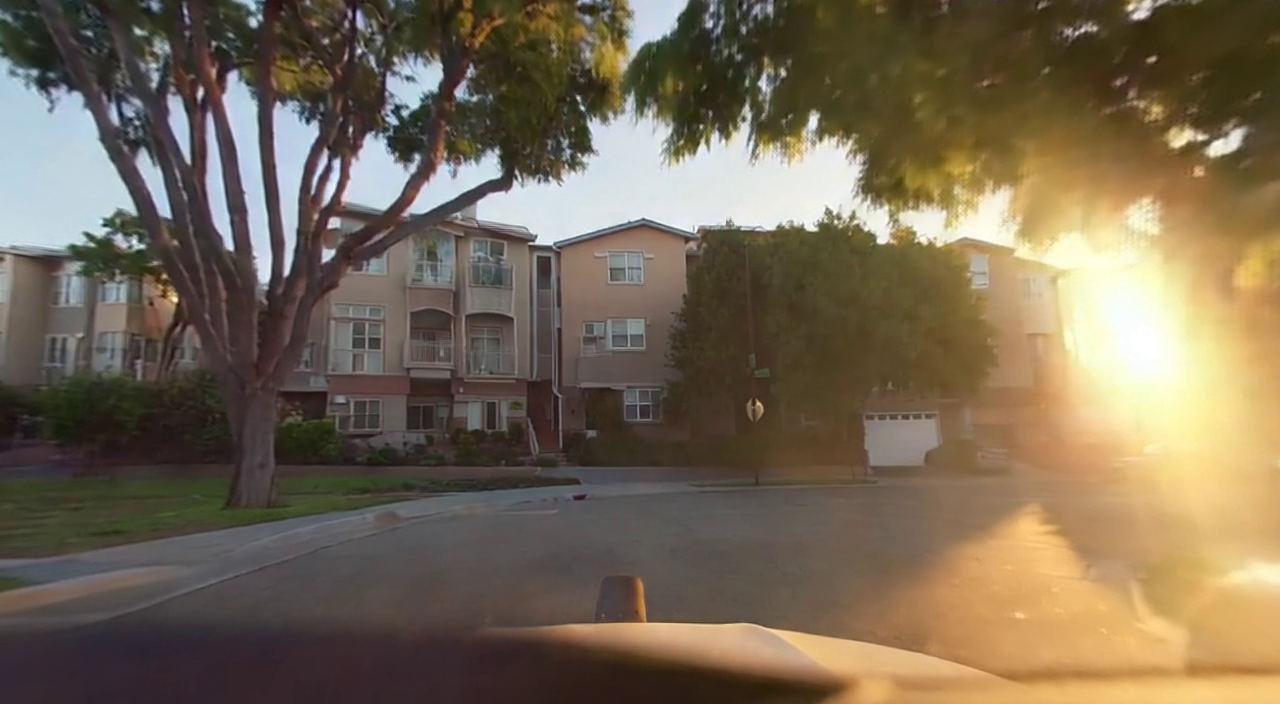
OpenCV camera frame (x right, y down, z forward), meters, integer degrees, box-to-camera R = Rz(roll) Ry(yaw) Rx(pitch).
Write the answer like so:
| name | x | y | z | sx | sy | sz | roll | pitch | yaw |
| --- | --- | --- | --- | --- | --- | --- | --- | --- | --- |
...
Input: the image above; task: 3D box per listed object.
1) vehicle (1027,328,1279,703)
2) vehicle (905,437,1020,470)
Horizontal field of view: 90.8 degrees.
| name | x | y | z | sx | sy | sz | roll | pitch | yaw |
| --- | --- | --- | --- | --- | --- | --- | --- | --- | --- |
| vehicle | 3.006 | 0.647 | 0.942 | 2.020 | 1.734 | 4.402 | 0 | -9 | 0 |
| vehicle | 15.170 | 4.776 | 29.775 | 4.714 | 1.458 | 1.812 | 2 | -9 | -15 |
